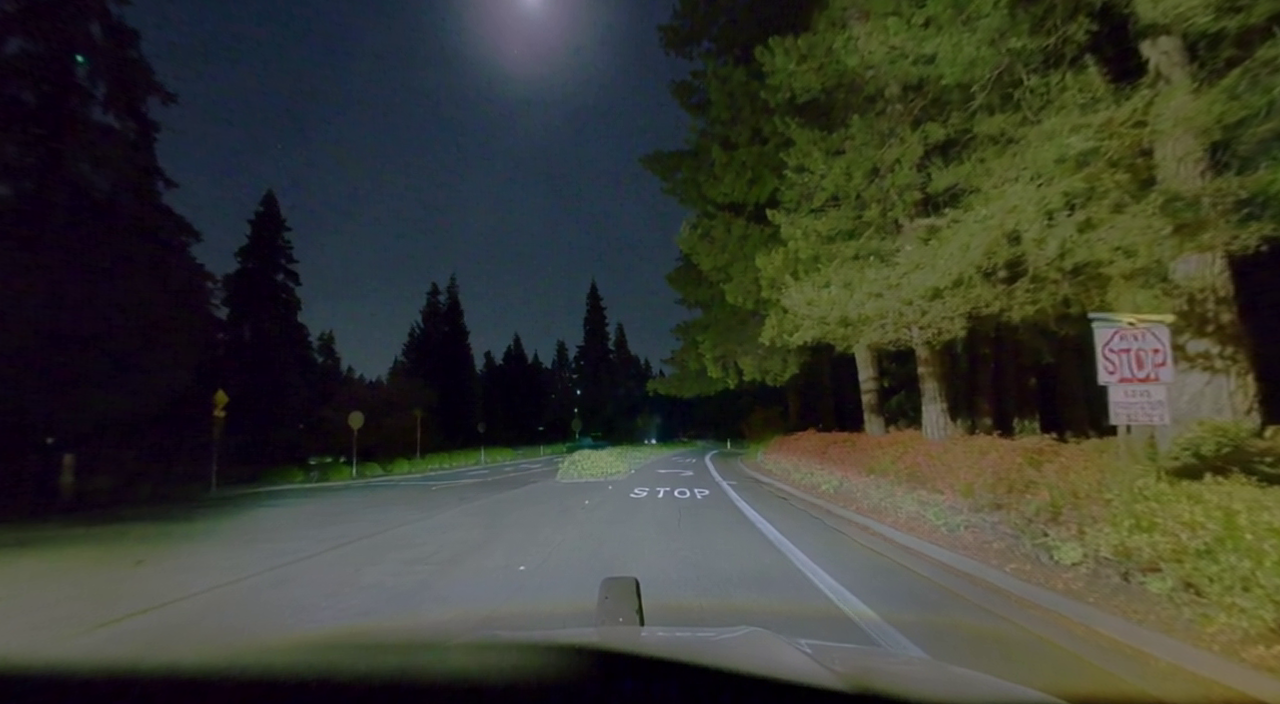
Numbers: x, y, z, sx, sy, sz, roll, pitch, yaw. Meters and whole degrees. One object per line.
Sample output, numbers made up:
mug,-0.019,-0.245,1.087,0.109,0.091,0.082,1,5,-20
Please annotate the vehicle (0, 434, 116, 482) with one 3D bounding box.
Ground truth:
vehicle,-28.384,5.089,30.420,4.733,1.892,1.939,-4,-4,2

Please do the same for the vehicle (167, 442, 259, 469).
vehicle,-25.251,6.136,37.459,4.007,1.459,1.952,-2,-9,0
